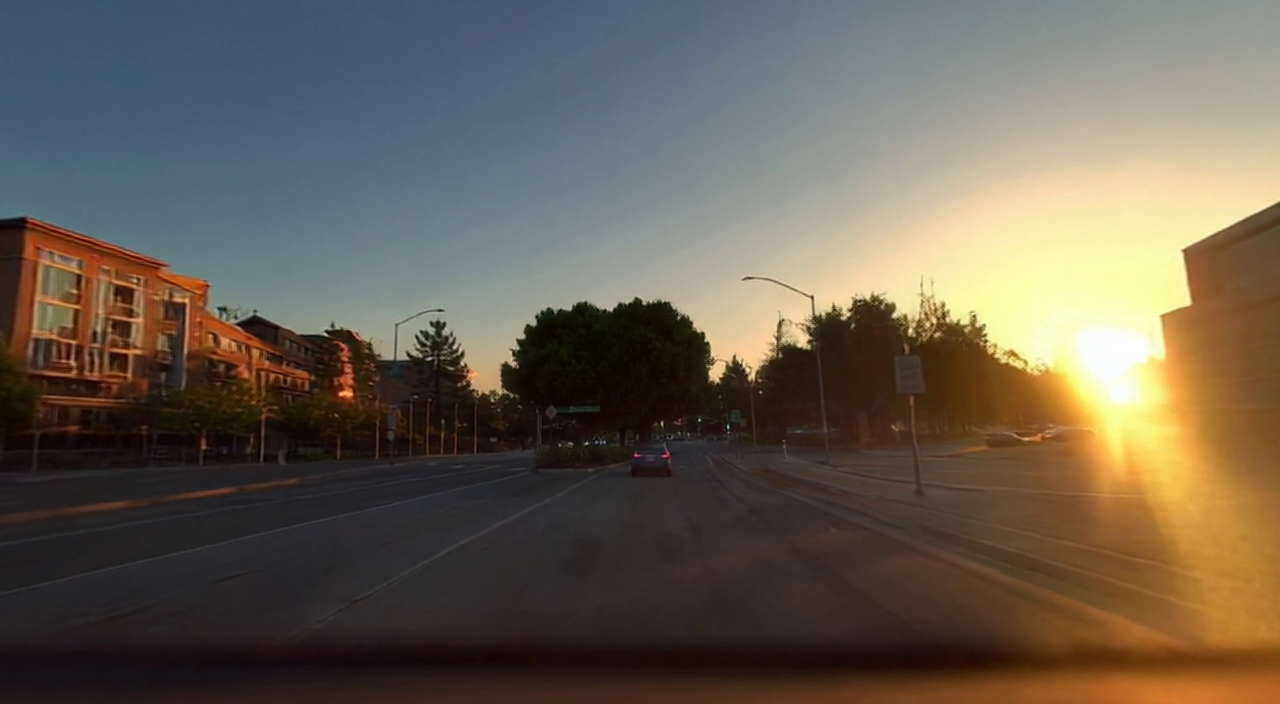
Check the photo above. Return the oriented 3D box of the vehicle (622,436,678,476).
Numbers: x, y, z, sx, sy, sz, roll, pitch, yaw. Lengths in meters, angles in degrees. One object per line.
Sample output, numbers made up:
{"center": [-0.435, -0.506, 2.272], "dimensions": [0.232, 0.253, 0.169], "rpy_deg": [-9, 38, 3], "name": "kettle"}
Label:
{"center": [0.446, 4.239, 26.018], "dimensions": [2.133, 1.481, 4.276], "rpy_deg": [-1, -9, 2], "name": "vehicle"}
